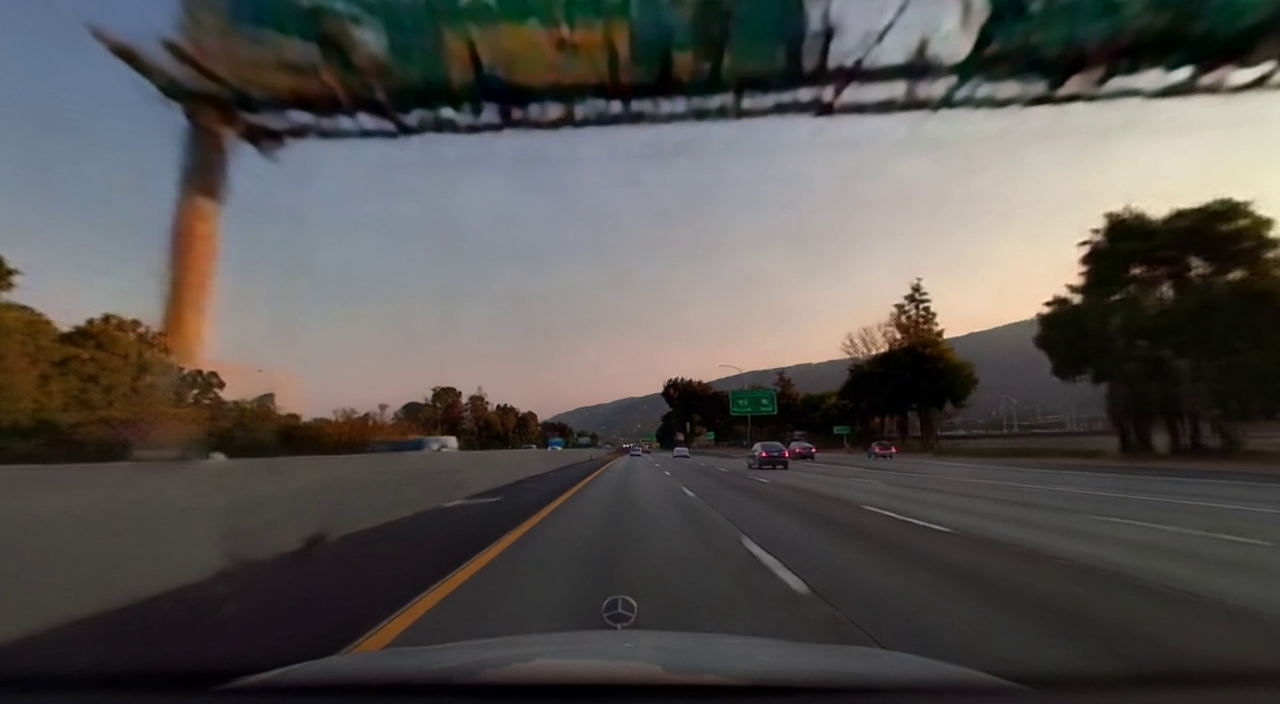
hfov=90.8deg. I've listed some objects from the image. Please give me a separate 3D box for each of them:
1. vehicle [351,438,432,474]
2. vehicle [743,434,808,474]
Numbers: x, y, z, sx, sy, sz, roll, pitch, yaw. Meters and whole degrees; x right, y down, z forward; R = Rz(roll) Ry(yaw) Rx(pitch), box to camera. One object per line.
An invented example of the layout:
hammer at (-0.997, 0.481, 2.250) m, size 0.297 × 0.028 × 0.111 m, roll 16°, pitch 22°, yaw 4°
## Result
vehicle at (-11.192, 4.714, 28.837) m, size 1.893 × 1.503 × 4.471 m, roll 0°, pitch -9°, yaw 0°
vehicle at (6.354, 4.837, 30.103) m, size 2.030 × 1.706 × 4.279 m, roll 0°, pitch -9°, yaw -1°
